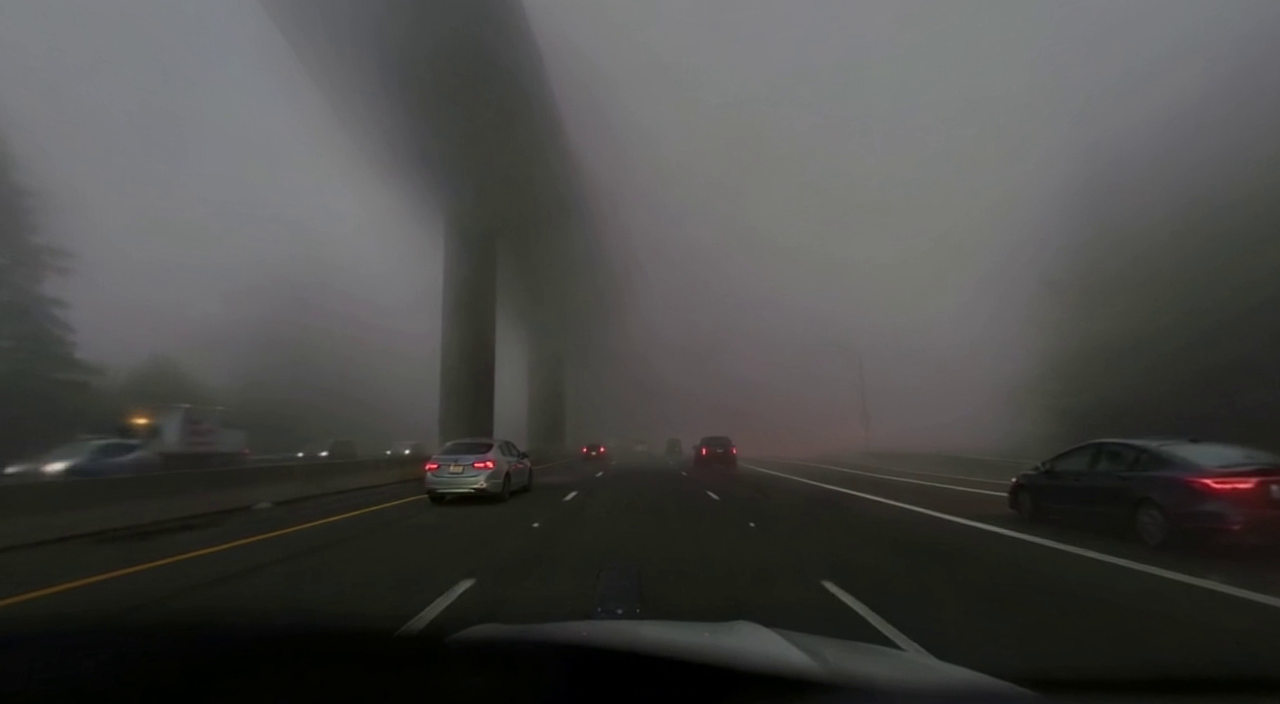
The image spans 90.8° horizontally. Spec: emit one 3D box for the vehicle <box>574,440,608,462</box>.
[{"bbox_3d":[-3.491,7.113,45.564,2.047,1.464,4.387,0,-8,1],"label":"vehicle"}]

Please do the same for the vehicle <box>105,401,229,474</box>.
[{"bbox_3d":[-27.977,5.135,37.780,2.910,3.973,5.944,1,-8,-4],"label":"vehicle"}]

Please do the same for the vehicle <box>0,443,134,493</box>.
[{"bbox_3d":[-19.656,3.792,21.127,1.938,1.474,4.445,0,-8,-3],"label":"vehicle"}]

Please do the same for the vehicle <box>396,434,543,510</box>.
[{"bbox_3d":[-3.683,2.682,14.673,1.997,1.476,4.703,0,-8,1],"label":"vehicle"}]

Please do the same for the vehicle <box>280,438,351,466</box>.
[{"bbox_3d":[-25.112,7.772,49.264,2.403,1.981,6.428,0,-8,-3],"label":"vehicle"}]

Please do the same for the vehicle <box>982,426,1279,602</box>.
[{"bbox_3d":[6.265,1.690,7.539,1.989,1.472,4.322,0,-8,1],"label":"vehicle"}]

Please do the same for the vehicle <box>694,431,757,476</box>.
[{"bbox_3d":[3.559,4.320,27.147,2.072,1.761,4.242,0,-8,-1],"label":"vehicle"}]
